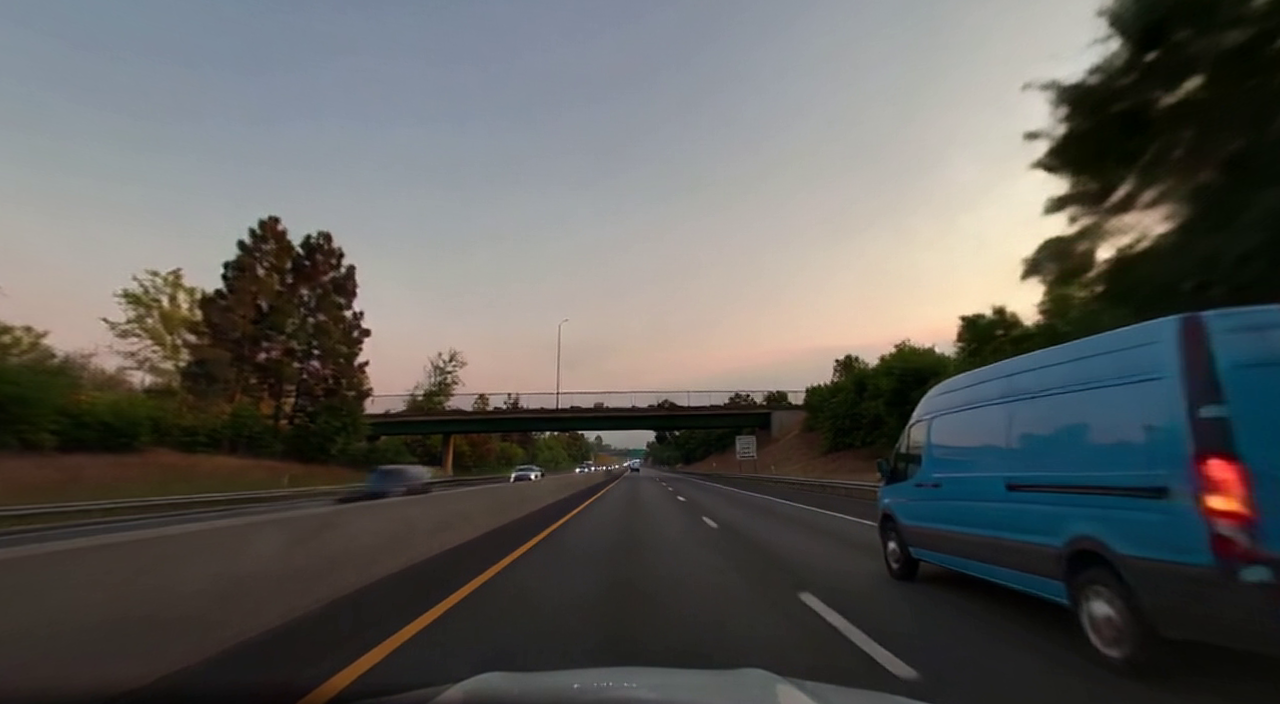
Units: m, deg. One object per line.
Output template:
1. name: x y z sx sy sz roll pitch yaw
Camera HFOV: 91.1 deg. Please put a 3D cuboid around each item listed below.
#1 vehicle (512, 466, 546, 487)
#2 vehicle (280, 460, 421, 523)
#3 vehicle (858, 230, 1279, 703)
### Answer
1. vehicle: -8.606 9.706 49.064 1.872 1.514 4.101 1 -10 0
2. vehicle: -7.969 3.871 17.826 1.947 1.513 4.250 1 -10 0
3. vehicle: 4.564 1.183 6.135 2.372 2.581 6.763 1 -10 0
